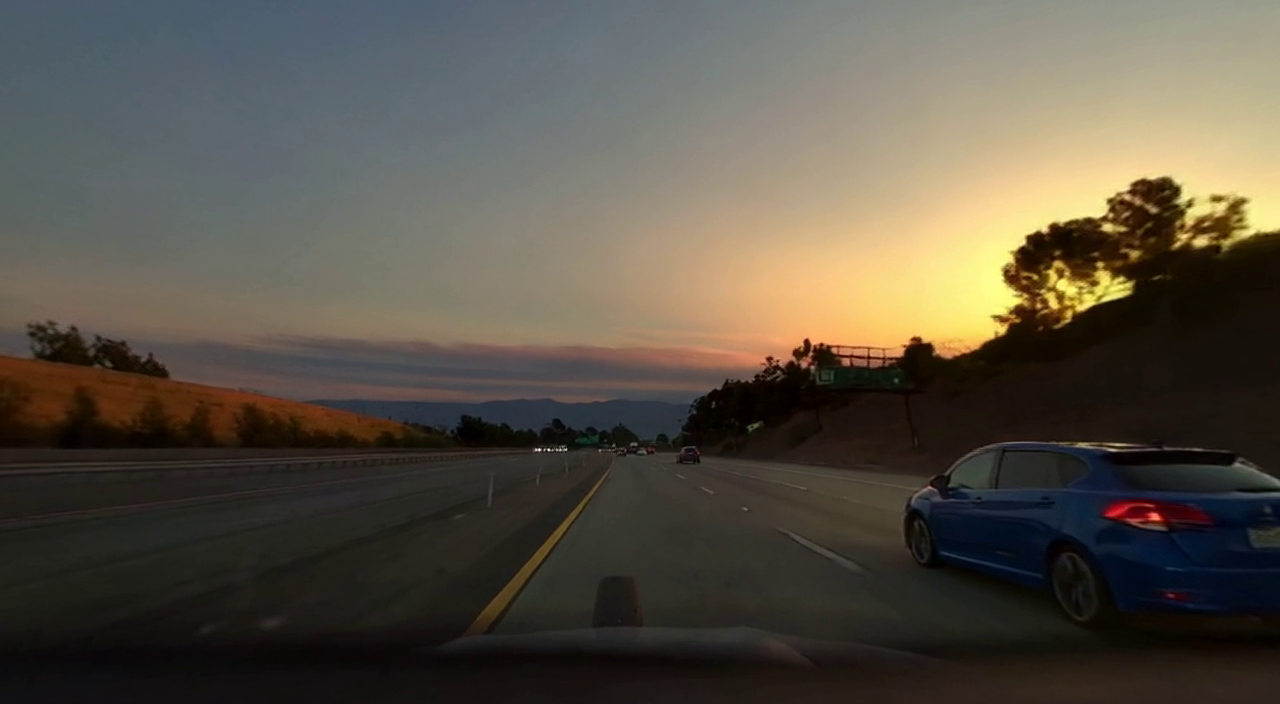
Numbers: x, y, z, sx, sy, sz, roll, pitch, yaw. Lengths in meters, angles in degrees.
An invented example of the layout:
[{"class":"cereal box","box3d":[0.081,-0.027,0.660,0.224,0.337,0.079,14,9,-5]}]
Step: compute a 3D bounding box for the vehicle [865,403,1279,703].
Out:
[{"class":"vehicle","box3d":[3.624,1.360,5.019,2.002,1.604,4.265,0,-9,0]}]
